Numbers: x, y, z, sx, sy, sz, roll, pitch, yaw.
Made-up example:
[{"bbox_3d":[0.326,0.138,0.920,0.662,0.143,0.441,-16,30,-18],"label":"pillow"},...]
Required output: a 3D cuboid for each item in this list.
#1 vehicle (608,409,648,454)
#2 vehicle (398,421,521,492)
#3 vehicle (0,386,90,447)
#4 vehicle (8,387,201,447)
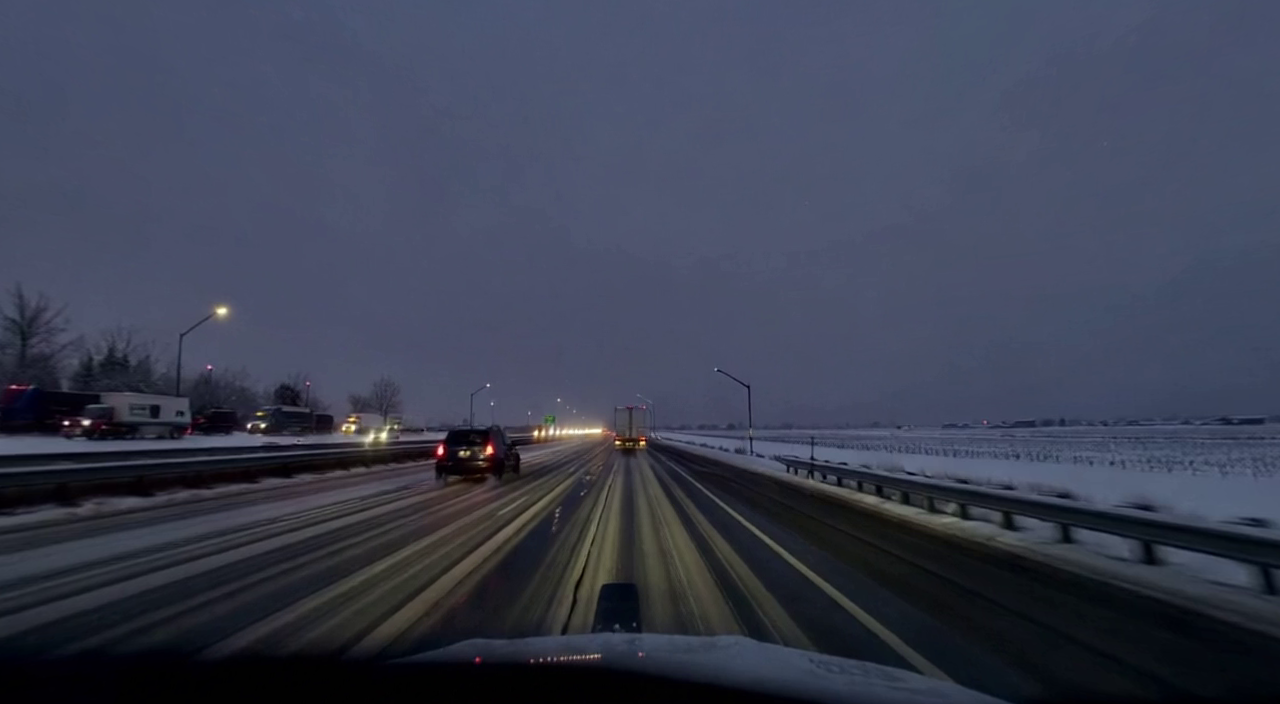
[{"bbox_3d":[-0.843,5.229,41.163,2.418,2.704,6.445,0,-8,-2],"label":"vehicle"},{"bbox_3d":[-4.349,2.568,15.808,1.932,1.544,3.864,0,-8,0],"label":"vehicle"},{"bbox_3d":[-40.959,4.386,42.290,2.965,3.844,5.242,1,-7,-1],"label":"vehicle"},{"bbox_3d":[-41.226,5.381,49.683,2.897,4.069,14.415,0,-8,-1],"label":"vehicle"}]
